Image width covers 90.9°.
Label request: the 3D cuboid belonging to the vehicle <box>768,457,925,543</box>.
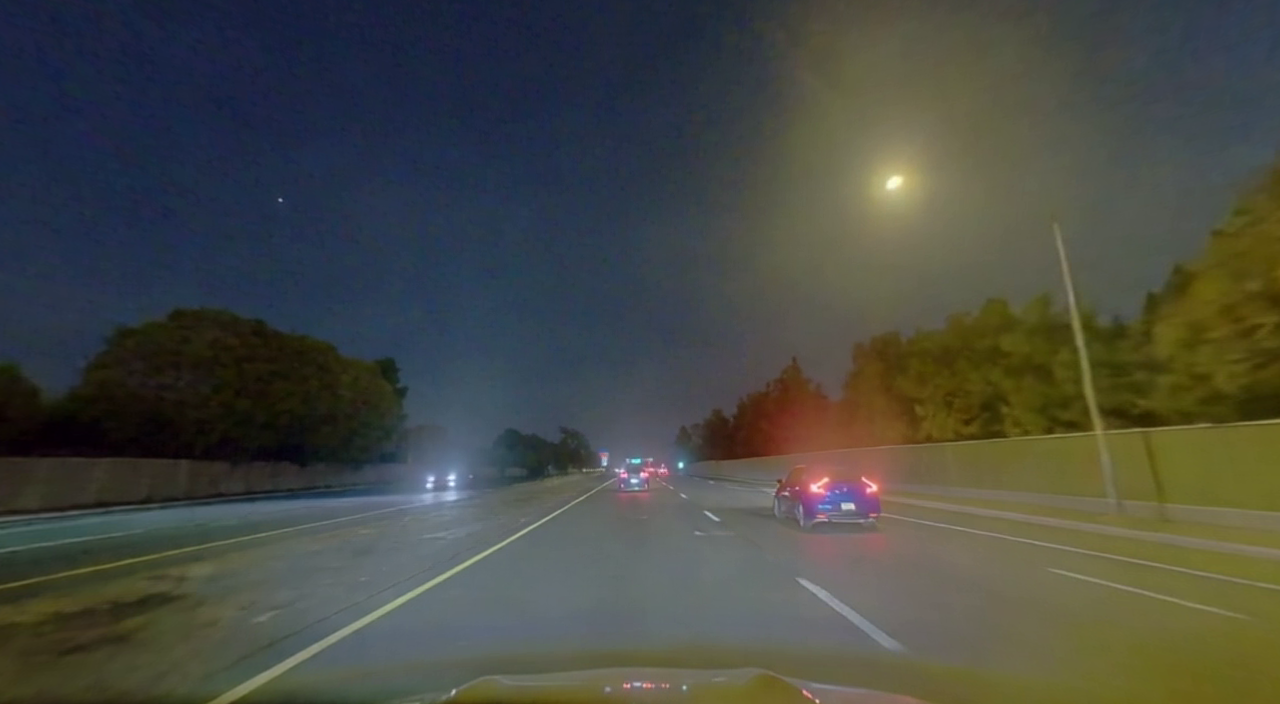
[{"bbox_3d":[4.167,3.066,13.493,1.938,1.494,4.032,1,-11,-1],"label":"vehicle"}]

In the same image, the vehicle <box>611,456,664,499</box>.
[{"bbox_3d":[-0.092,5.189,26.210,2.037,1.605,3.833,1,-11,0],"label":"vehicle"}]

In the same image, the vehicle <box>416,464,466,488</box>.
[{"bbox_3d":[-12.967,8.123,41.329,1.966,1.486,3.941,1,-11,0],"label":"vehicle"}]
